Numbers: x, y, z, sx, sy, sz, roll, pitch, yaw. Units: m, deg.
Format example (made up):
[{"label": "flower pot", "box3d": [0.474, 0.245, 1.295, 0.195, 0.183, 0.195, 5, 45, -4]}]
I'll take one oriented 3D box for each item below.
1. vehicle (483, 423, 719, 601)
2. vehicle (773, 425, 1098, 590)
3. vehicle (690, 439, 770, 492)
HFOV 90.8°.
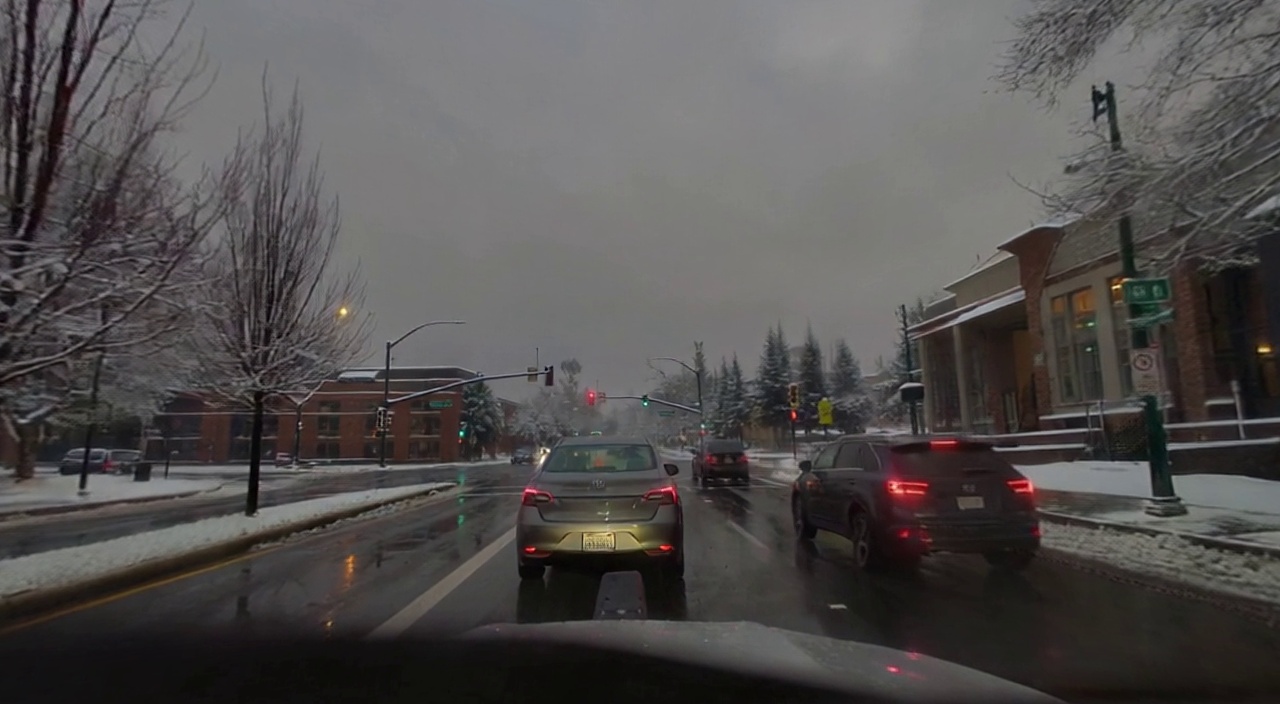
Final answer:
[{"label": "vehicle", "box3d": [-0.360, 1.636, 7.239, 2.006, 1.487, 3.535, 0, -9, -1]}, {"label": "vehicle", "box3d": [3.141, 1.733, 7.920, 1.910, 1.474, 4.263, 0, -9, -1]}, {"label": "vehicle", "box3d": [2.866, 3.714, 21.075, 1.874, 1.556, 4.116, 0, -9, -3]}]
